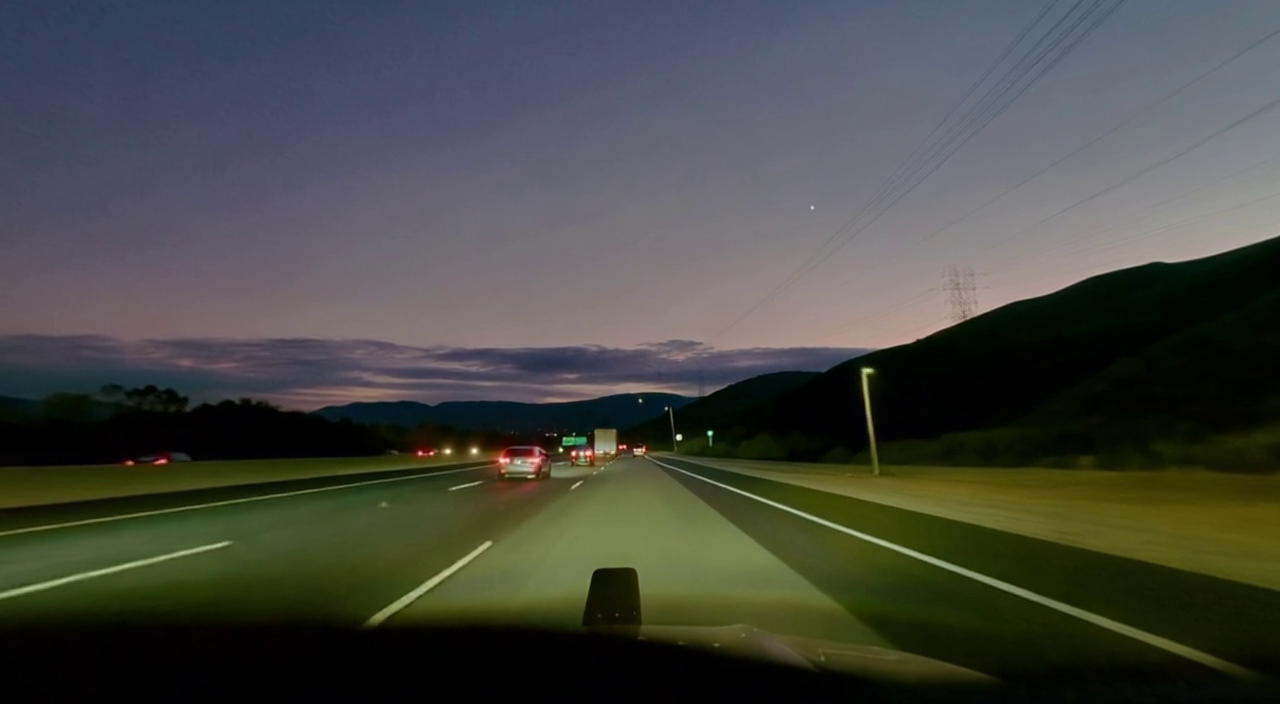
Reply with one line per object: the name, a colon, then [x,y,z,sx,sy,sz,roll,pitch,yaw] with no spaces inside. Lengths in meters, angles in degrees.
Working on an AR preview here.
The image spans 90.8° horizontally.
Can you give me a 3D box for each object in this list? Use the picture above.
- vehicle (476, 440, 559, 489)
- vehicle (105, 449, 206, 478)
vehicle: [-4.143,3.868,22.093,1.963,1.533,4.477,0,-9,0]
vehicle: [-26.102,6.000,34.276,1.841,1.449,4.570,0,-9,0]
